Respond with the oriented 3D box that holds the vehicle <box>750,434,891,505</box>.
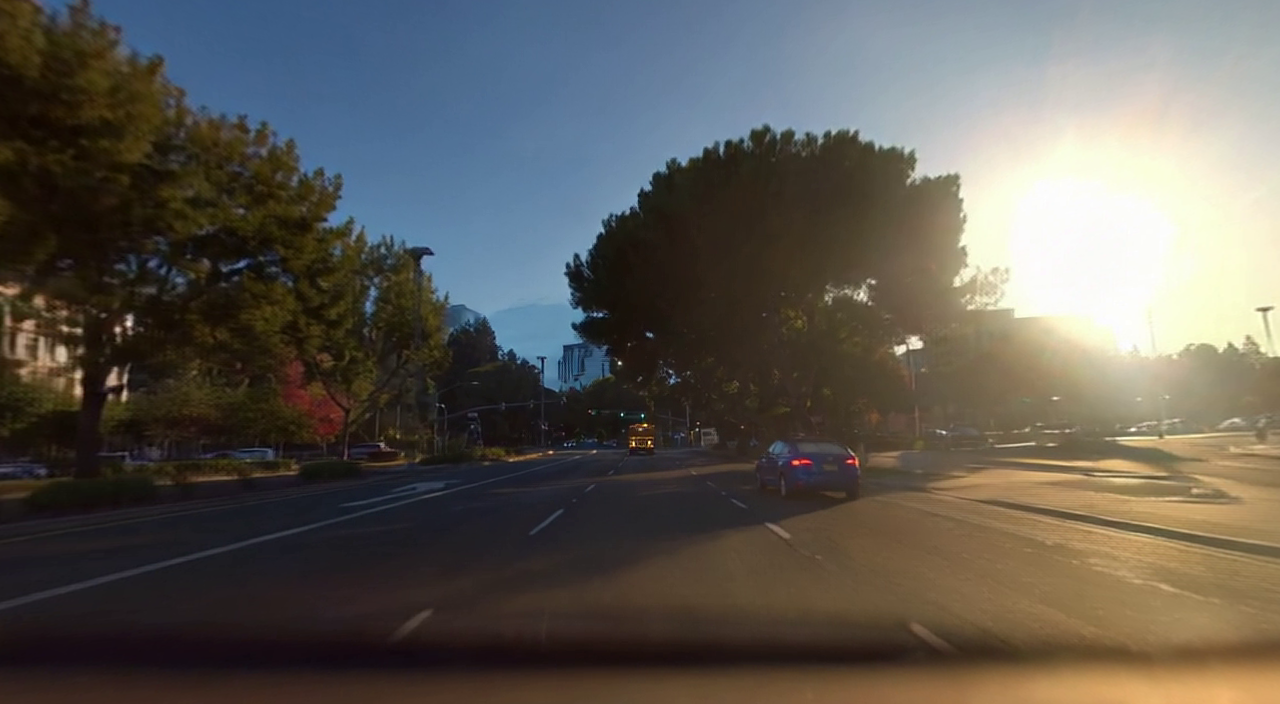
[{"bbox_3d":[4.182,2.801,15.548,2.005,1.442,4.675,0,-8,-1],"label":"vehicle"}]
